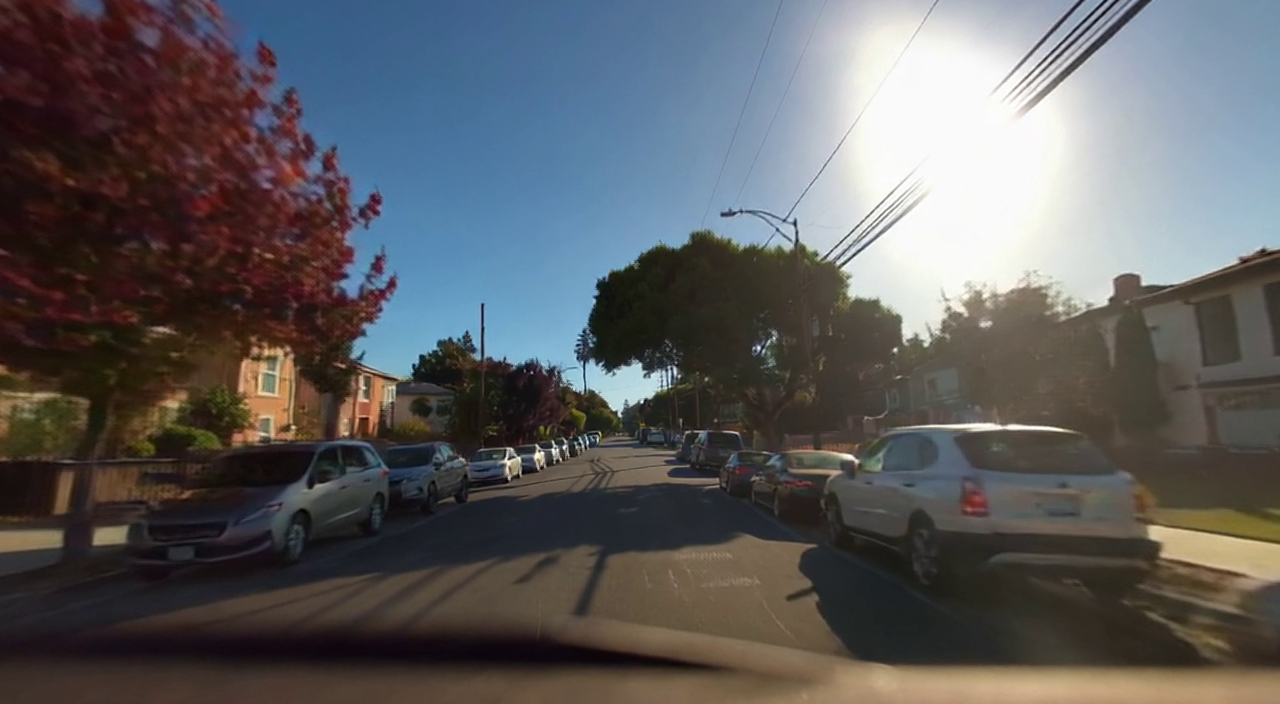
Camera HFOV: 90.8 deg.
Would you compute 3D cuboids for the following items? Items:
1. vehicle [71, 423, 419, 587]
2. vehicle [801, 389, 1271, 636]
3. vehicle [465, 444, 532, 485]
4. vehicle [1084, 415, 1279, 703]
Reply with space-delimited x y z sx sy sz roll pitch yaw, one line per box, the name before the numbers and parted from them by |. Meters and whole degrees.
vehicle | -5.825 2.277 10.627 2.184 1.958 5.757 0 -8 -1
vehicle | 3.599 1.546 7.281 2.009 1.810 5.045 0 -8 -2
vehicle | -6.149 4.884 27.991 2.002 1.585 5.080 -1 -8 -2
vehicle | 3.815 0.838 1.381 2.174 1.504 4.809 0 -8 0
